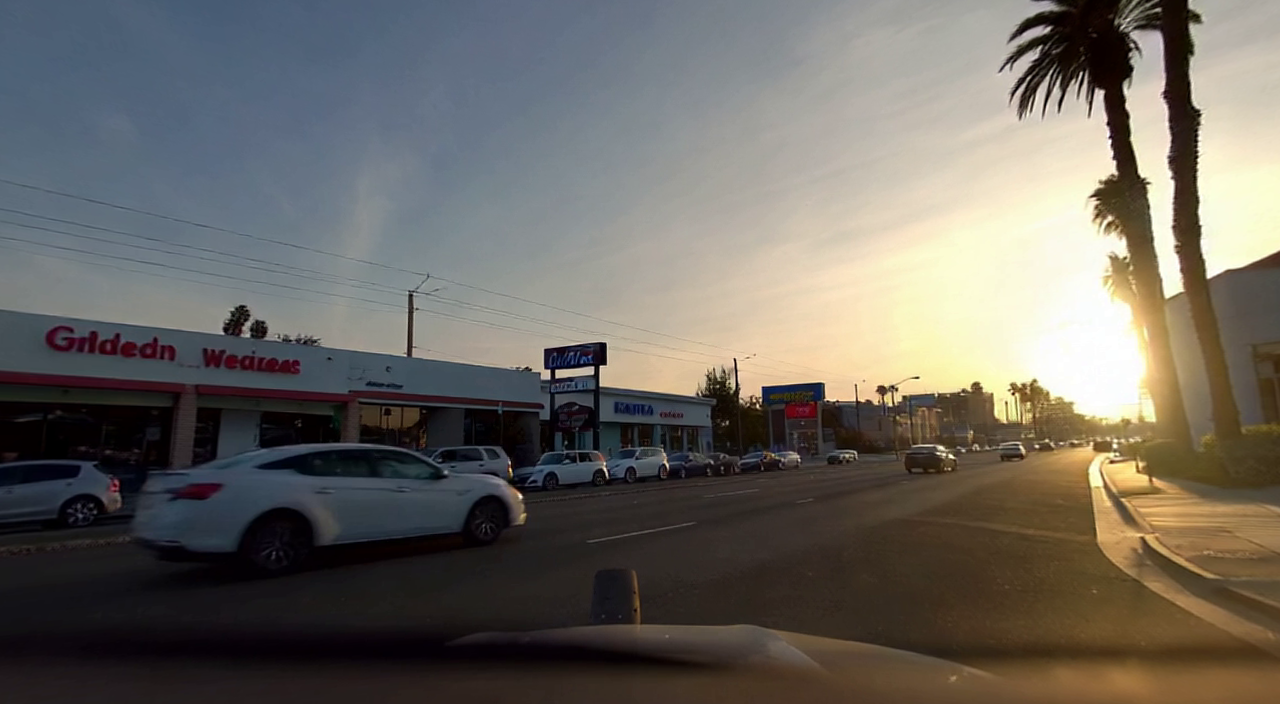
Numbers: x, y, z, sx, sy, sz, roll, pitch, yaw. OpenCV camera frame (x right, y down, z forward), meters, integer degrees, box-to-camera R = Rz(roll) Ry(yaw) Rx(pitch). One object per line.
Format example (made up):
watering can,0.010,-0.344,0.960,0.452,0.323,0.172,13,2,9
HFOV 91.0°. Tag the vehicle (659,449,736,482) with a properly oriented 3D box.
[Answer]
vehicle,2.876,5.501,30.851,1.776,1.448,4.137,-6,-11,37

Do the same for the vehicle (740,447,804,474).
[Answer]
vehicle,8.049,6.537,38.064,1.981,1.493,4.721,-6,-11,36

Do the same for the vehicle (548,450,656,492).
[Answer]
vehicle,-1.397,4.652,25.009,1.837,1.468,4.389,-6,-11,37

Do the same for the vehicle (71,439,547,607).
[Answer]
vehicle,-4.002,1.951,8.380,5.090,1.513,2.232,8,-12,-44

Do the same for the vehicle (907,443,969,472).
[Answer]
vehicle,17.031,5.963,35.807,2.035,1.485,4.849,-7,-11,38
